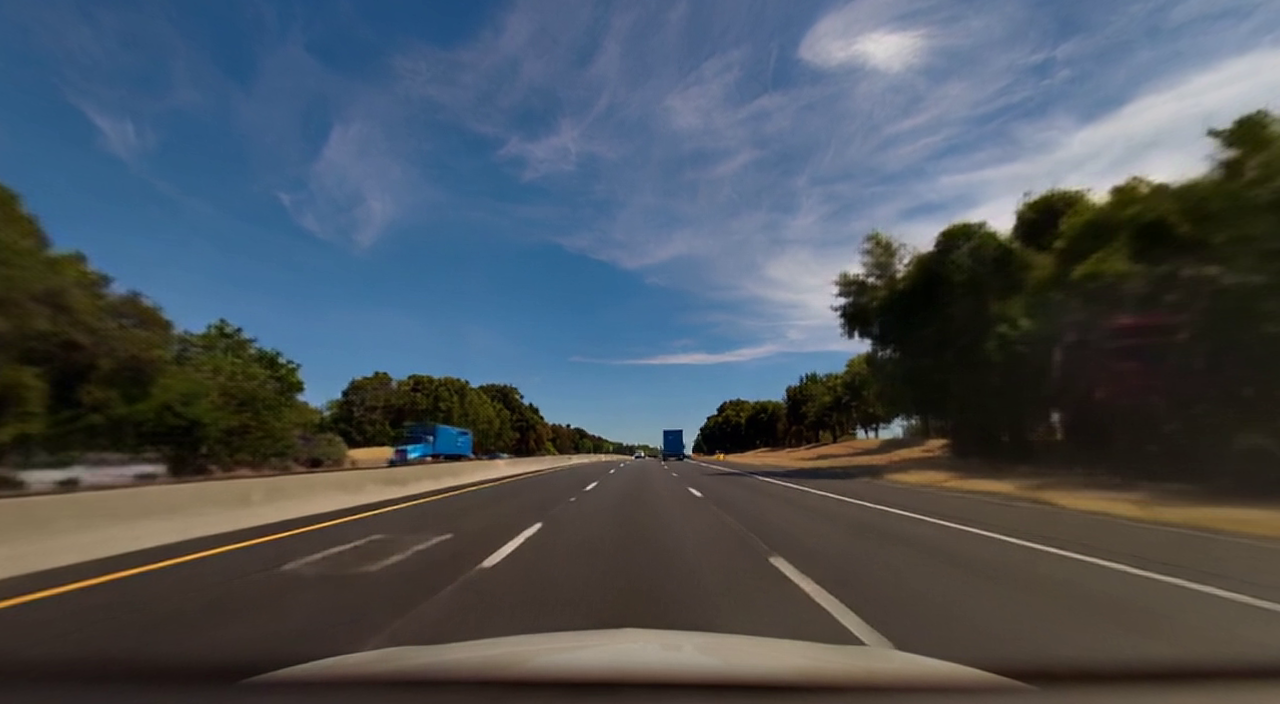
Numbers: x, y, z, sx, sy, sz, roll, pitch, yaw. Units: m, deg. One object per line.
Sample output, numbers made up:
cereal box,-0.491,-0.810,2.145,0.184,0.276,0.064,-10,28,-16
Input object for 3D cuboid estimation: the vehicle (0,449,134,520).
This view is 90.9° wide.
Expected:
vehicle,-16.210,3.408,16.574,1.946,1.683,4.594,0,-9,0
